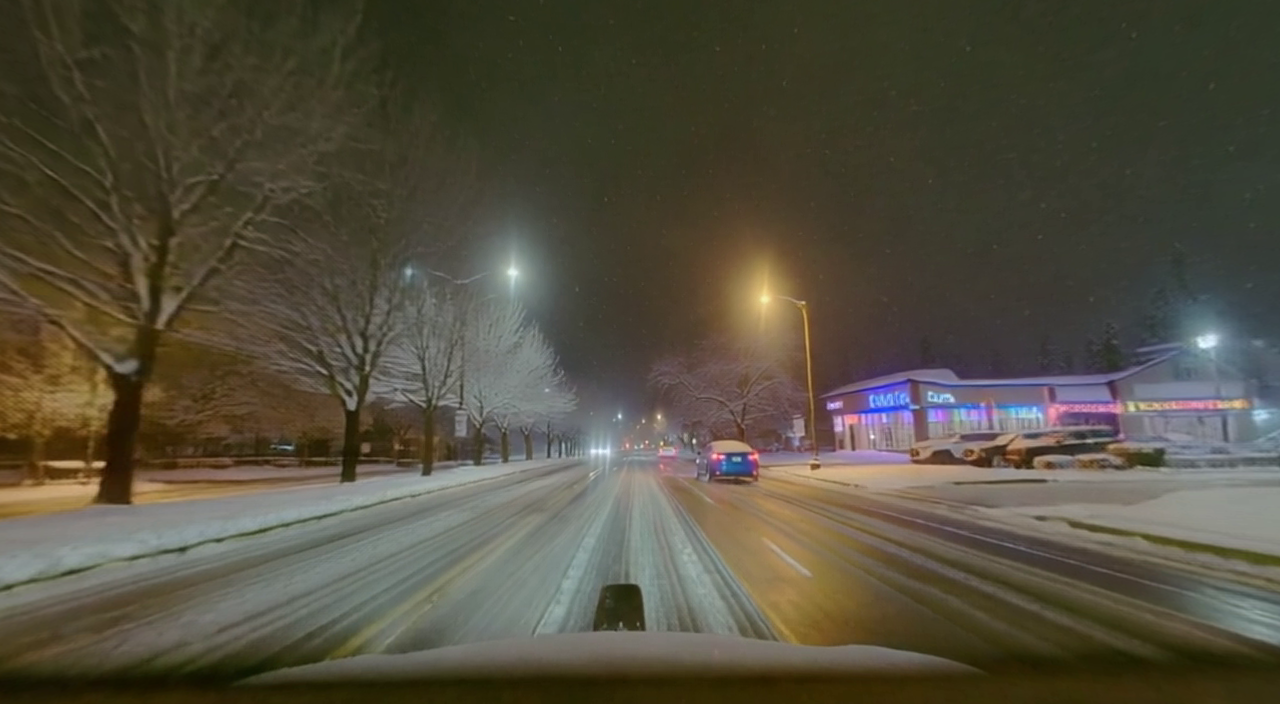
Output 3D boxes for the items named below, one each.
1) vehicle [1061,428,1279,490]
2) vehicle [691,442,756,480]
[{"bbox_3d":[15.780,3.191,18.997,4.684,1.448,2.090,-3,-8,-3],"label":"vehicle"},{"bbox_3d":[3.460,4.609,27.081,2.033,1.482,4.571,0,-8,-2],"label":"vehicle"}]
